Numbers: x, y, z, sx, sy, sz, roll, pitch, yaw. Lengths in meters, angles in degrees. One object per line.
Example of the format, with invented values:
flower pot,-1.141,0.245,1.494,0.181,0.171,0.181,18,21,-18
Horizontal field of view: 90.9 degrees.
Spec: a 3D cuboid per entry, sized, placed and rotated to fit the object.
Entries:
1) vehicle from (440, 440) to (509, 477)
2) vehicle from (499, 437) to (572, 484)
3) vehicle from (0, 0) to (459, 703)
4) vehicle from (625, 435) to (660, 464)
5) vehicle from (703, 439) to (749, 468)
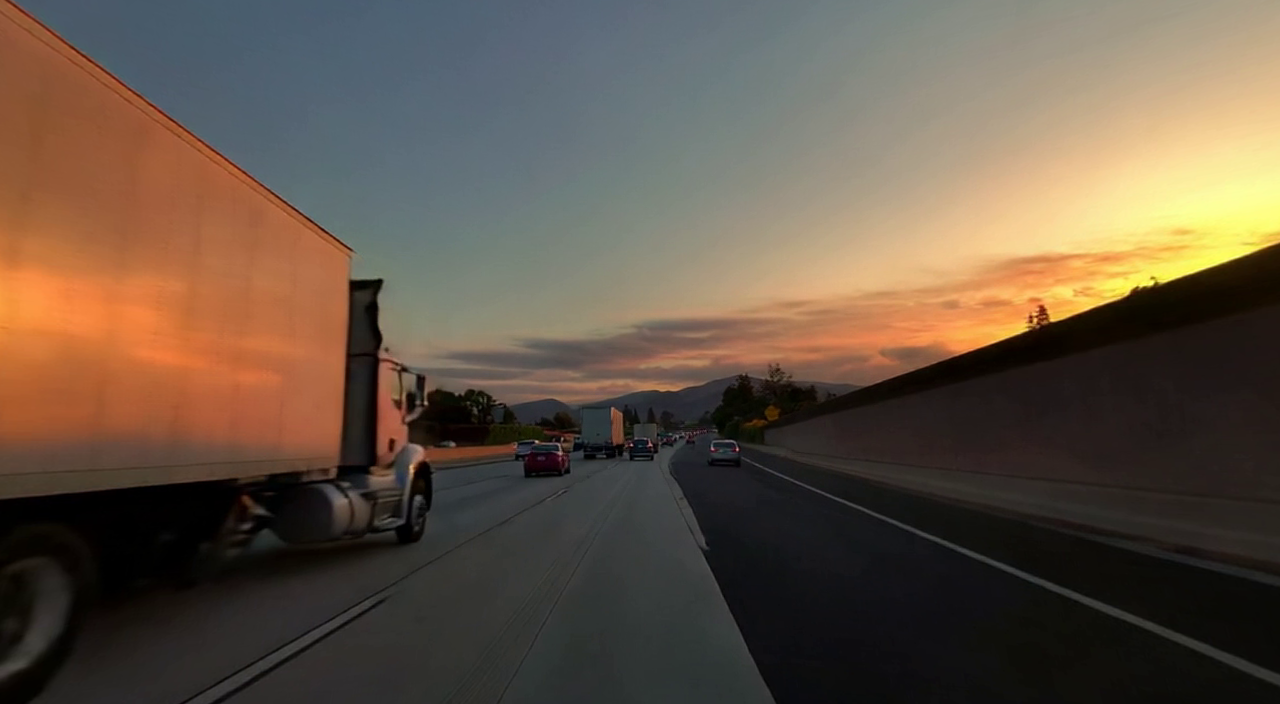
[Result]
vehicle,-7.525,4.874,29.059,1.967,1.555,4.161,0,-8,1
vehicle,-3.803,4.024,23.773,1.866,1.568,4.603,0,-8,2
vehicle,-3.950,0.173,3.741,3.123,3.341,7.669,-1,-8,3
vehicle,0.174,6.634,43.121,2.325,1.864,4.128,0,-8,0
vehicle,4.701,5.588,34.942,2.176,1.493,3.955,-1,-8,3
